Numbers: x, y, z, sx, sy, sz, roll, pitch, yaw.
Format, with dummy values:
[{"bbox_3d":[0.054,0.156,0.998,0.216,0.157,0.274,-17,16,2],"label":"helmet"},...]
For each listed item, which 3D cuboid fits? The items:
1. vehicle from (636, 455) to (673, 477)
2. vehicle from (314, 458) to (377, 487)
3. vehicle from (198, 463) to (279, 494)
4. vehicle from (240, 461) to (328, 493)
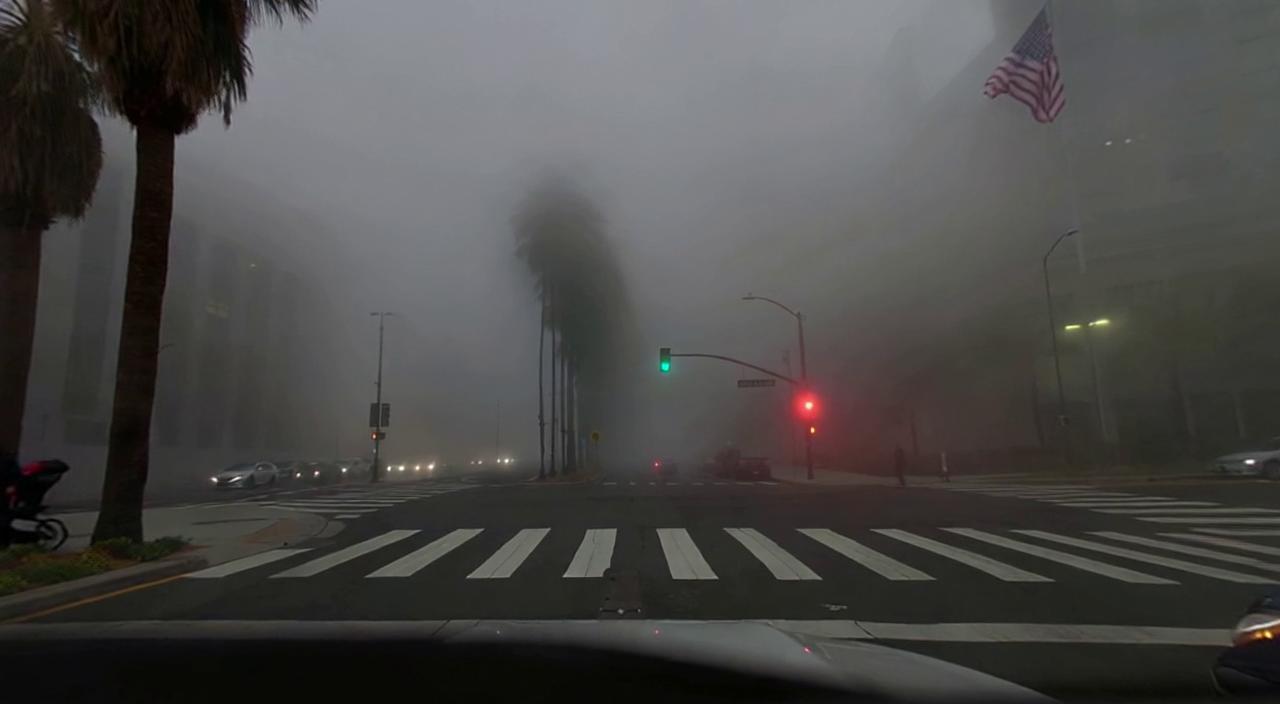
[{"bbox_3d":[1.042,8.629,47.949,2.000,1.525,4.273,1,-9,-10],"label":"vehicle"},{"bbox_3d":[-20.173,8.264,43.491,2.043,1.745,4.420,-1,-9,2],"label":"vehicle"},{"bbox_3d":[-23.226,7.311,36.737,2.061,1.534,4.138,0,-8,-2],"label":"vehicle"},{"bbox_3d":[-19.910,6.986,35.651,2.069,1.540,4.774,0,-8,2],"label":"vehicle"}]
